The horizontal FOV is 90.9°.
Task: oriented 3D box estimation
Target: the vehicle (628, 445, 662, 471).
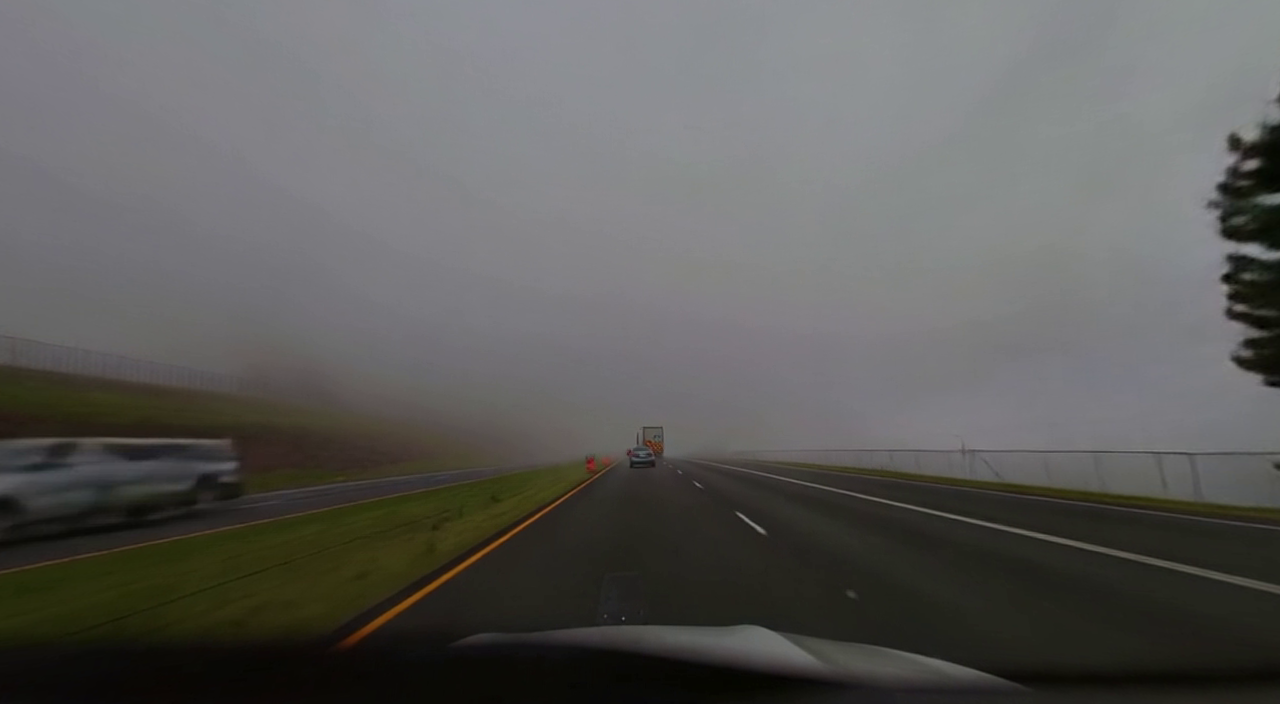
[{"bbox_3d":[0.297,6.804,40.634,2.065,1.573,3.734,0,-9,-1],"label":"vehicle"}]
